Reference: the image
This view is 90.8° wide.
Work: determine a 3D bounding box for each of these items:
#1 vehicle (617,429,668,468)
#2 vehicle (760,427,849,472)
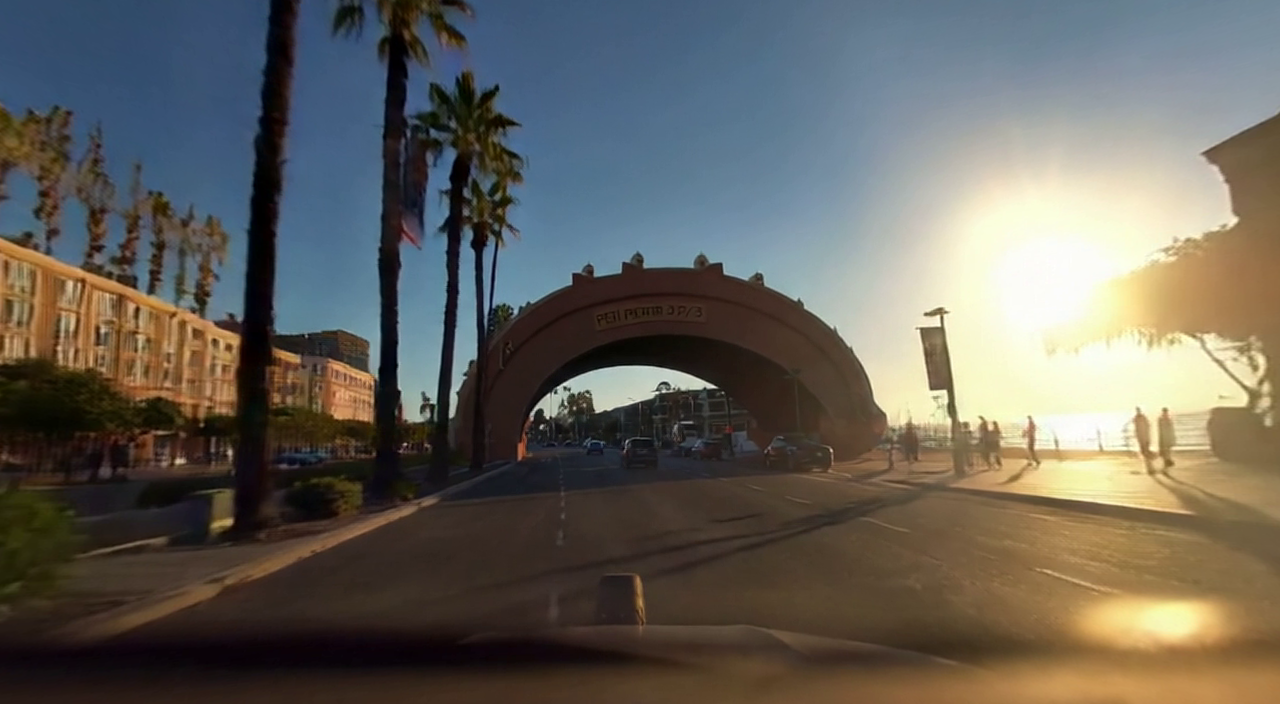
[{"bbox_3d":[0.010,5.648,37.062,2.284,2.010,6.670,1,-9,-6],"label":"vehicle"},{"bbox_3d":[8.205,4.956,32.242,2.417,2.030,5.711,1,-9,-7],"label":"vehicle"}]
